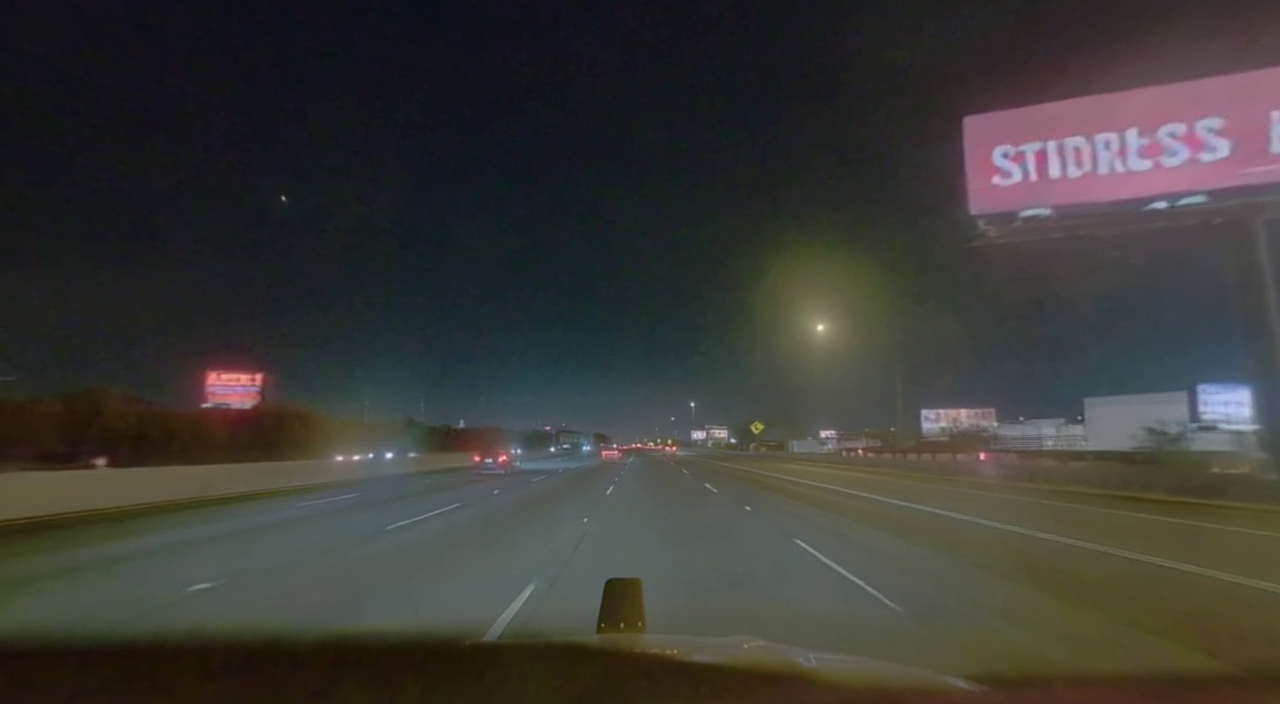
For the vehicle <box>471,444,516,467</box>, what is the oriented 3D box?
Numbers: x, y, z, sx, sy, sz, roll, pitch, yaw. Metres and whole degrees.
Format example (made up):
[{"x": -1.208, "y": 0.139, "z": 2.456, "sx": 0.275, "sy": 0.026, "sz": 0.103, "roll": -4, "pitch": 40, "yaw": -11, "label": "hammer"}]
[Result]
[{"x": -9.988, "y": 7.087, "z": 43.110, "sx": 1.974, "sy": 1.513, "sz": 4.584, "roll": 0, "pitch": -9, "yaw": 0, "label": "vehicle"}]

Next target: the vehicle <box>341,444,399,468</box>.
[{"x": -18.825, "y": 7.264, "z": 44.023, "sx": 2.026, "sy": 1.607, "sz": 4.471, "roll": 0, "pitch": -9, "yaw": 1, "label": "vehicle"}]
